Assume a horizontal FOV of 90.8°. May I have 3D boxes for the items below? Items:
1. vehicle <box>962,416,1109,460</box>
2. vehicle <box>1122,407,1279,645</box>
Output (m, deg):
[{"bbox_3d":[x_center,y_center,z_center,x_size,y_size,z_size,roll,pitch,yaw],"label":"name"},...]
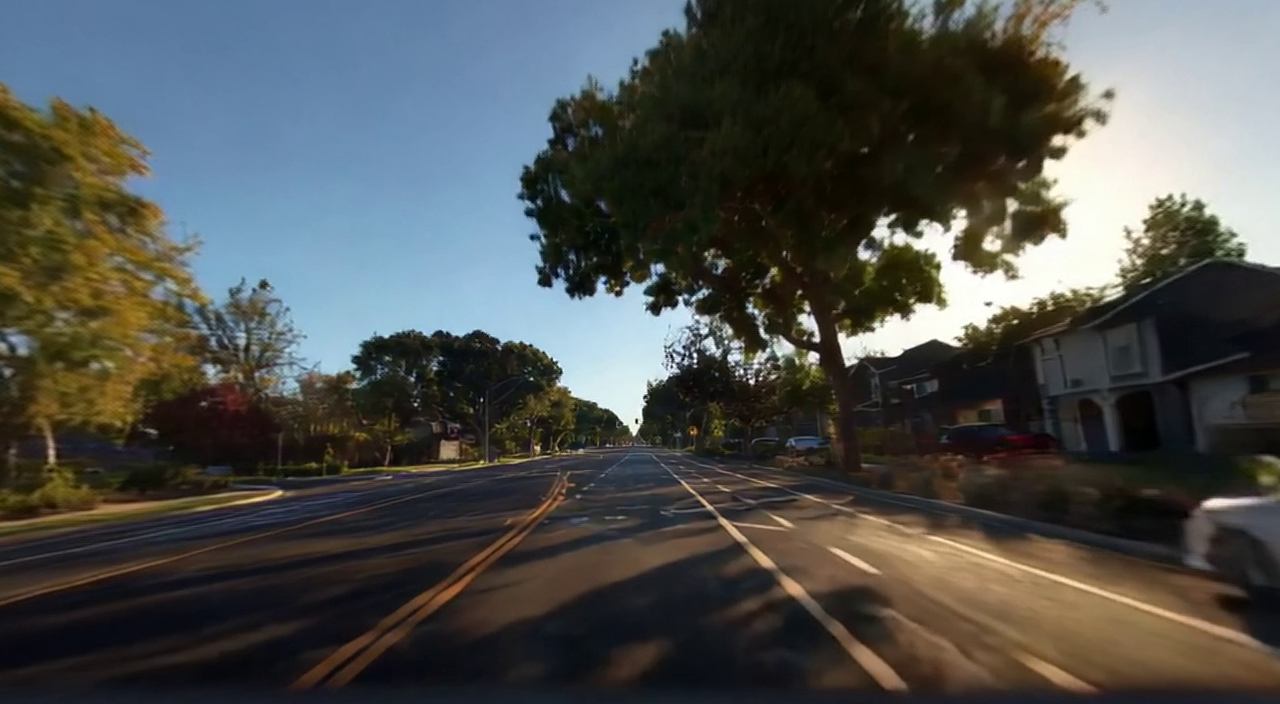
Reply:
[{"bbox_3d":[16.294,3.596,26.221,4.655,1.511,2.045,-3,-9,-1],"label":"vehicle"},{"bbox_3d":[5.217,0.990,3.036,2.098,1.522,4.629,1,-8,-1],"label":"vehicle"}]
